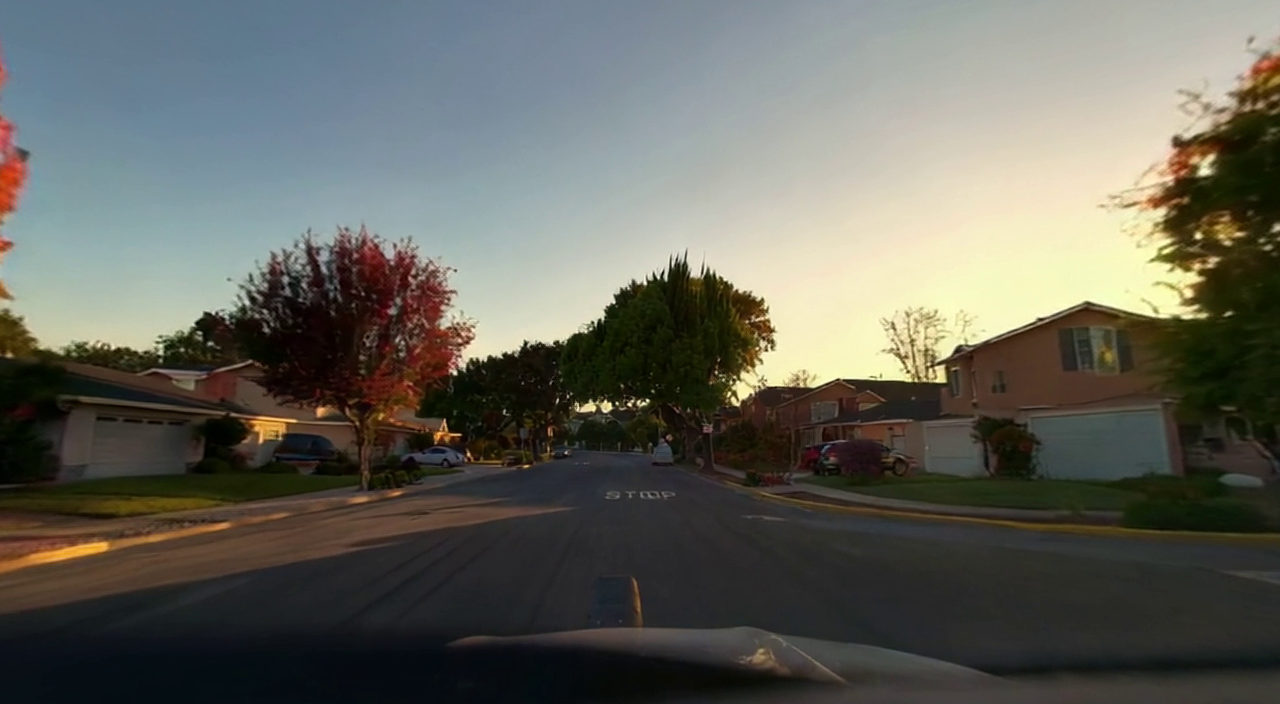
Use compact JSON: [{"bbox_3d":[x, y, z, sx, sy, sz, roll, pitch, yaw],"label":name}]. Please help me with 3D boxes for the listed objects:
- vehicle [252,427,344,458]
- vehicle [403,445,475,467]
[{"bbox_3d":[-19.207,5.124,35.603,4.093,1.661,1.765,0,-9,-6],"label":"vehicle"},{"bbox_3d":[-14.394,7.451,45.530,4.572,1.522,1.999,1,-9,-5],"label":"vehicle"}]
